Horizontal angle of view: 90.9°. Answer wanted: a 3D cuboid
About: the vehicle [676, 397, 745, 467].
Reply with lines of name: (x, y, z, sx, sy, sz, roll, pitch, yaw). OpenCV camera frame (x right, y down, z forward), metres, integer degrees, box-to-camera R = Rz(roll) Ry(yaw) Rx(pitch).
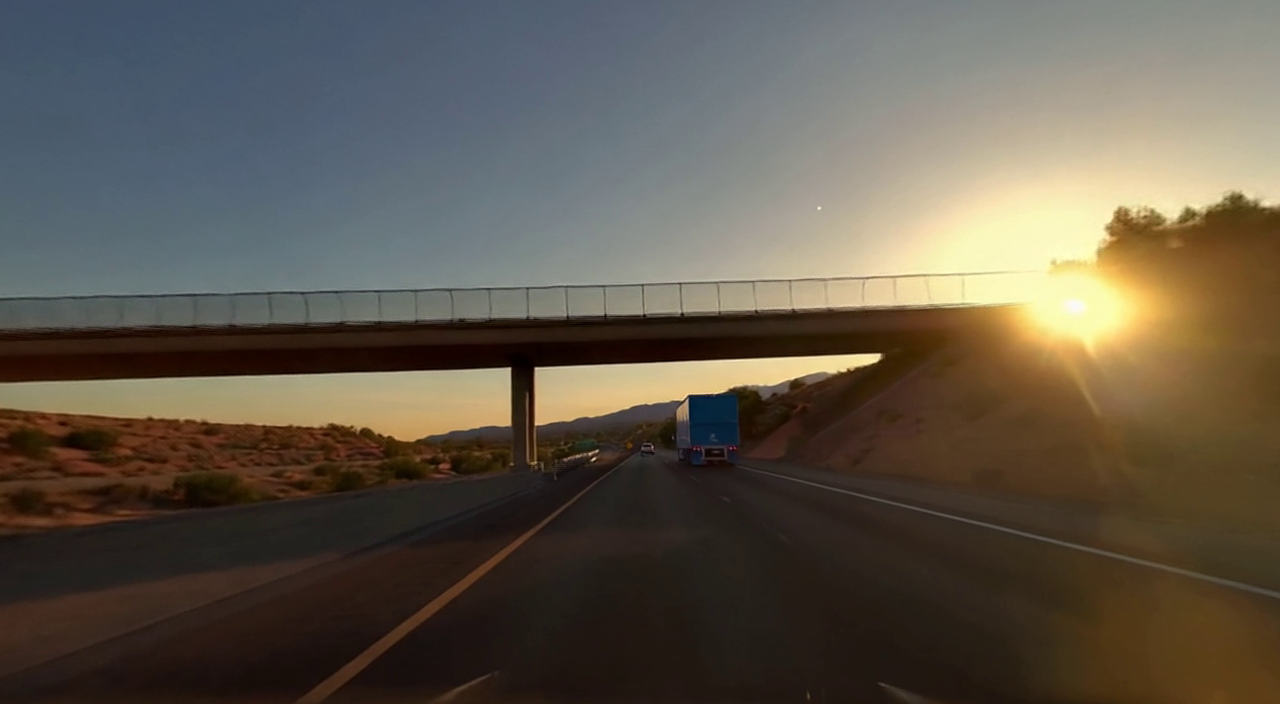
vehicle: (4.187, 5.157, 40.032, 3.024, 3.834, 10.128, 0, -8, -1)
